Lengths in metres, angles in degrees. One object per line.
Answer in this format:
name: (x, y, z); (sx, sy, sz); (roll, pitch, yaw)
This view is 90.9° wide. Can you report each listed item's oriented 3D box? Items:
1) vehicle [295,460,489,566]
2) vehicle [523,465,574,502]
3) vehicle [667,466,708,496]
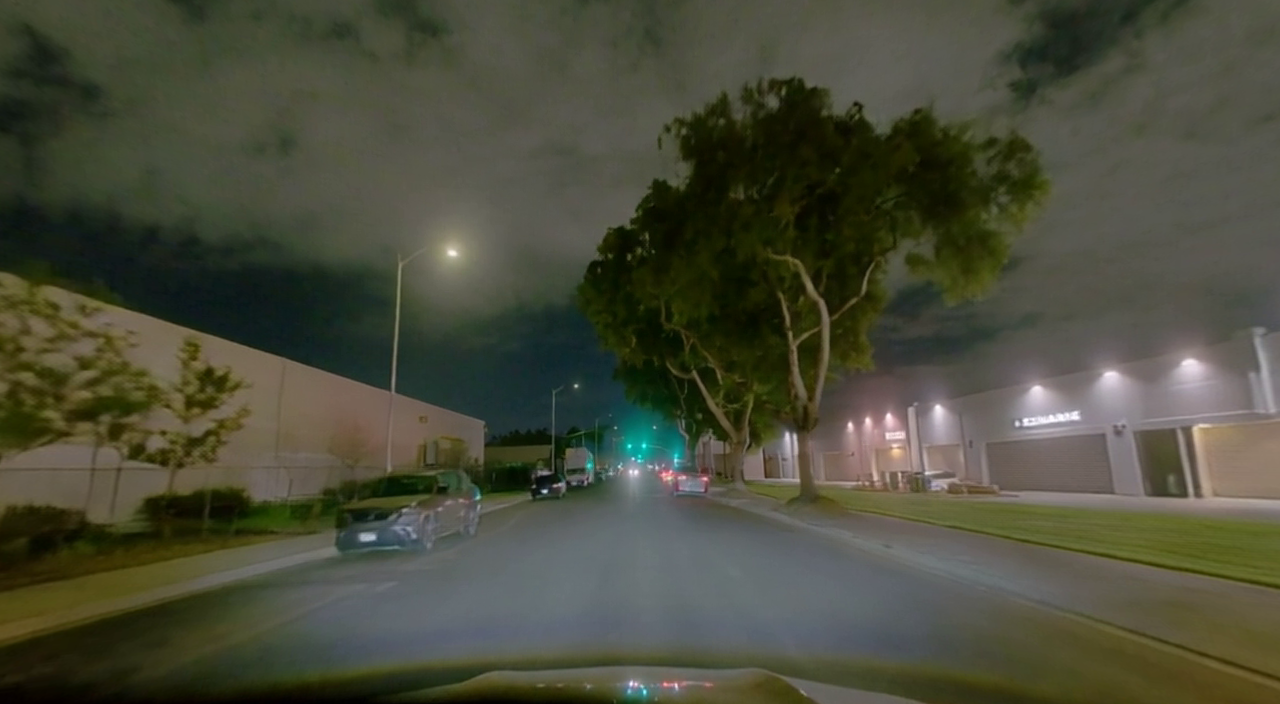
vehicle: (-4.493, 2.954, 12.348); (1.927, 1.580, 4.556); (-1, -9, 0)
vehicle: (-4.365, 6.343, 30.591); (1.835, 1.625, 3.674); (0, -11, 1)
vehicle: (2.457, 6.811, 33.399); (1.819, 1.446, 3.909); (1, -11, -1)
